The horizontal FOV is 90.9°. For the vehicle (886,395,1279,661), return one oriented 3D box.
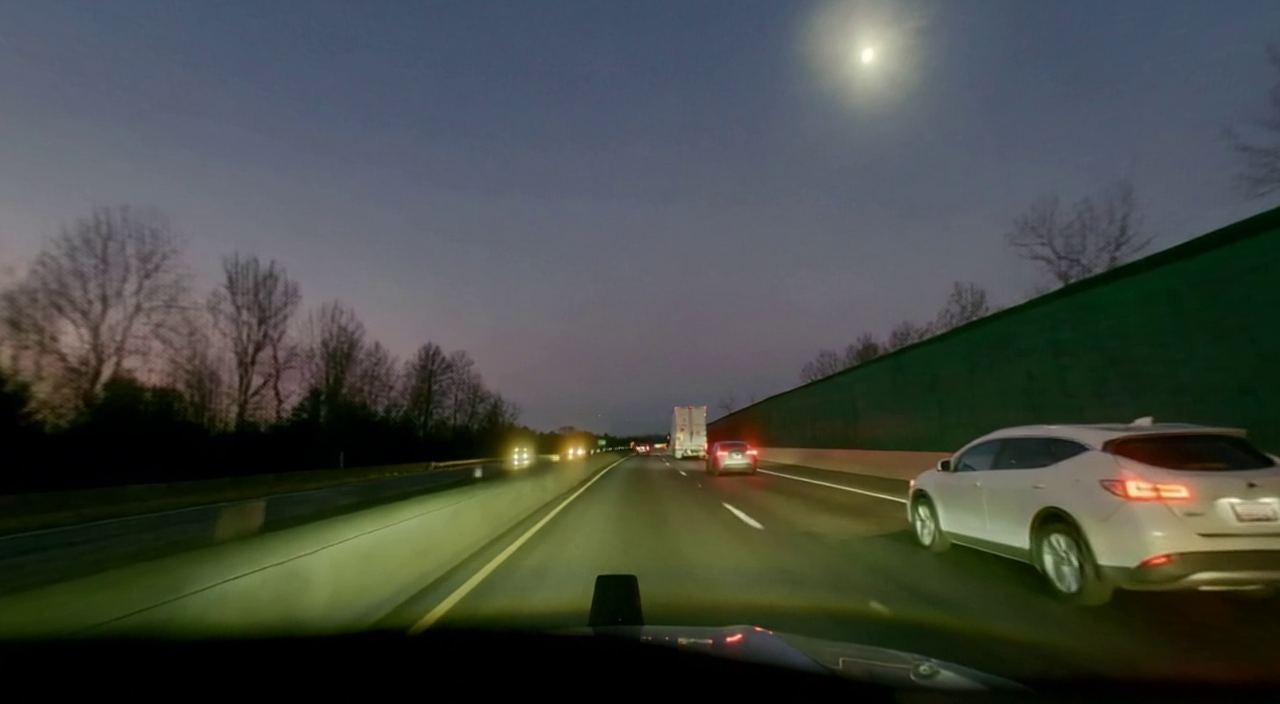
[{"bbox_3d":[4.110,1.318,5.767,1.940,1.539,4.005,1,-8,-2],"label":"vehicle"}]

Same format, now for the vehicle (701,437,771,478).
[{"bbox_3d":[3.756,4.218,25.485,2.000,1.473,4.440,1,-8,-2],"label":"vehicle"}]
